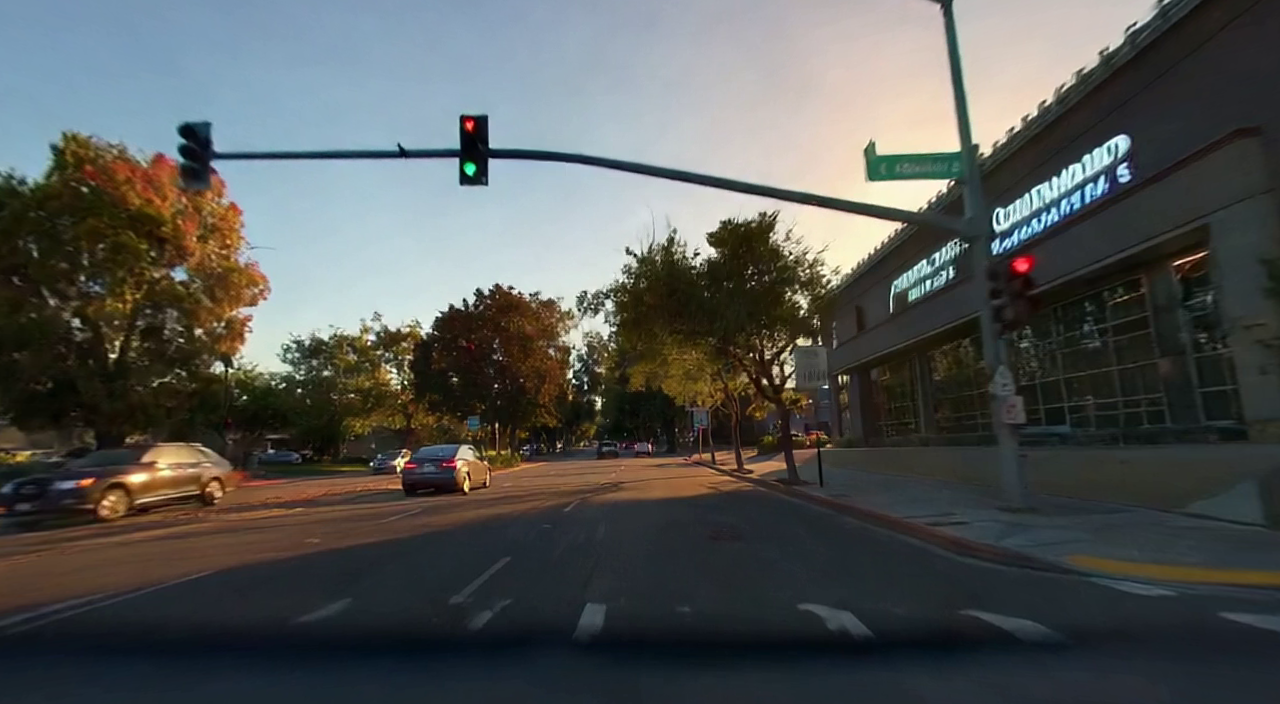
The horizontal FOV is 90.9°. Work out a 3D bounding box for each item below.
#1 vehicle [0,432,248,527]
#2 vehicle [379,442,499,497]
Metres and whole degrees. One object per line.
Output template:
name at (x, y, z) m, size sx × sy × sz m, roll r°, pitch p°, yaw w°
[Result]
vehicle at (-11.008, 2.660, 13.728) m, size 2.027 × 1.707 × 4.372 m, roll 0°, pitch -8°, yaw 1°
vehicle at (-5.787, 3.406, 18.780) m, size 2.072 × 1.427 × 4.328 m, roll 0°, pitch -8°, yaw 1°
